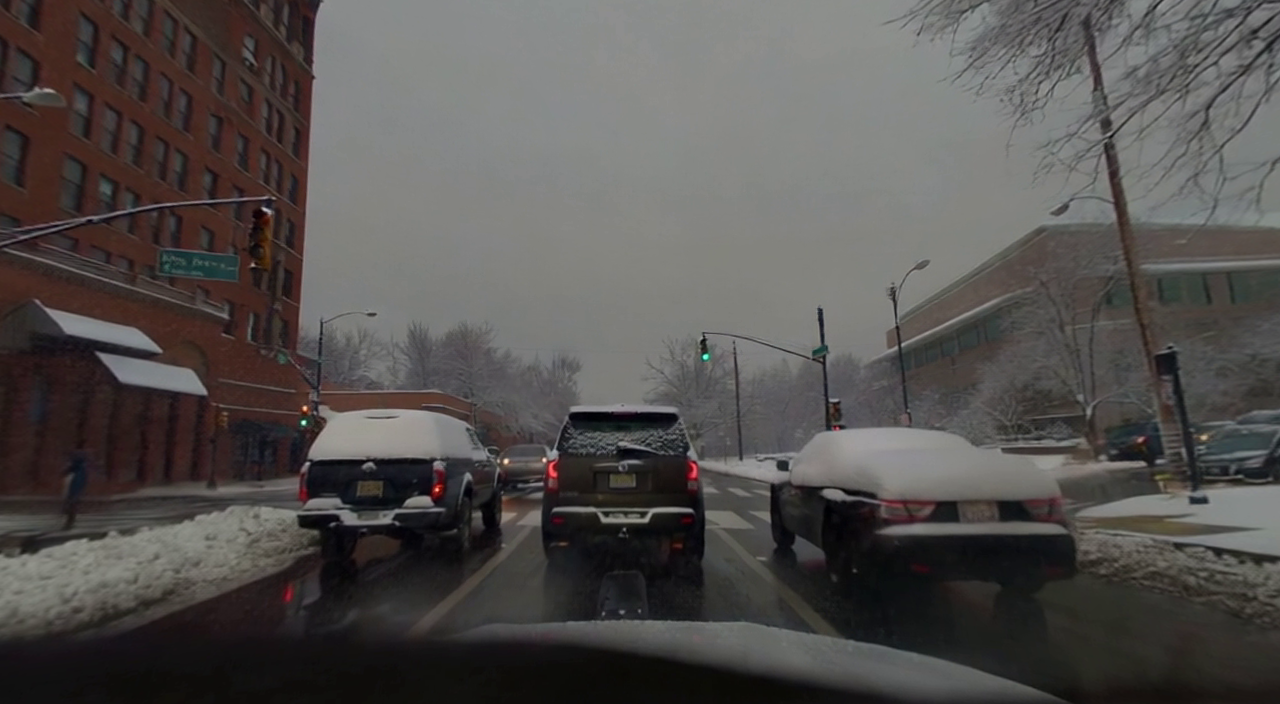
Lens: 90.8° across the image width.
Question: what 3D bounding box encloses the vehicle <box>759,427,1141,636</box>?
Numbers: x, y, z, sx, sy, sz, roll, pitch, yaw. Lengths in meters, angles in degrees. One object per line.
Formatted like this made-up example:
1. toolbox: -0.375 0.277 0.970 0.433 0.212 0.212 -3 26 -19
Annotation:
1. vehicle: 2.601 1.585 6.619 1.852 1.462 4.155 0 -8 0

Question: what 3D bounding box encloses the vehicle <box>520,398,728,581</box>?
1. vehicle: -0.168 1.736 8.765 2.105 1.842 4.537 0 -8 0

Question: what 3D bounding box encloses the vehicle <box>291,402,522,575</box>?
1. vehicle: -2.885 1.766 8.928 1.855 1.812 4.244 0 -9 -4

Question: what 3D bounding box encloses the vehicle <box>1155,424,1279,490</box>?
1. vehicle: 17.514 2.965 17.747 4.547 1.720 1.624 0 -12 -2
